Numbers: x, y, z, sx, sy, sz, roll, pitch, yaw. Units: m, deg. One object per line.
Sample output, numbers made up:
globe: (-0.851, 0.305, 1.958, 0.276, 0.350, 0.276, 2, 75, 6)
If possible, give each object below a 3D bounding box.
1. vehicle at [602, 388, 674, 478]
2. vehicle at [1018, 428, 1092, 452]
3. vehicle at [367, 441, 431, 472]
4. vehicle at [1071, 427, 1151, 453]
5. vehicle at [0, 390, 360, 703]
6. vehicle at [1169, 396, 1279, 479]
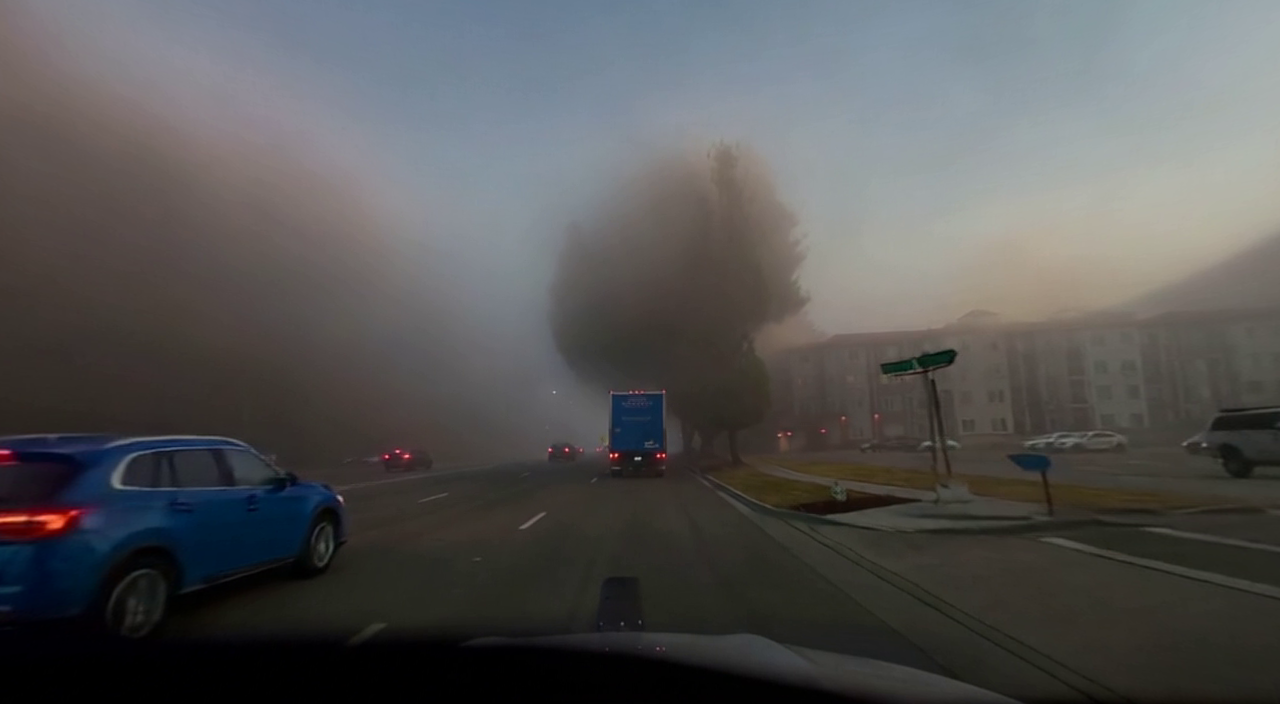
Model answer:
vehicle: (0.025, 3.917, 29.788, 2.905, 3.644, 8.807, 0, -8, 1)
vehicle: (25.871, 5.514, 39.175, 3.503, 1.419, 1.646, 1, -9, -4)
vehicle: (-13.939, 6.062, 36.593, 1.958, 1.672, 4.283, 0, -8, 1)
vehicle: (27.436, 5.143, 36.624, 3.341, 1.387, 1.619, -1, -8, -3)
vehicle: (-4.082, 1.221, 4.526, 2.078, 1.597, 4.355, 0, -9, 0)
vehicle: (13.866, 1.734, 12.864, 4.321, 1.579, 1.823, 0, -7, 1)
